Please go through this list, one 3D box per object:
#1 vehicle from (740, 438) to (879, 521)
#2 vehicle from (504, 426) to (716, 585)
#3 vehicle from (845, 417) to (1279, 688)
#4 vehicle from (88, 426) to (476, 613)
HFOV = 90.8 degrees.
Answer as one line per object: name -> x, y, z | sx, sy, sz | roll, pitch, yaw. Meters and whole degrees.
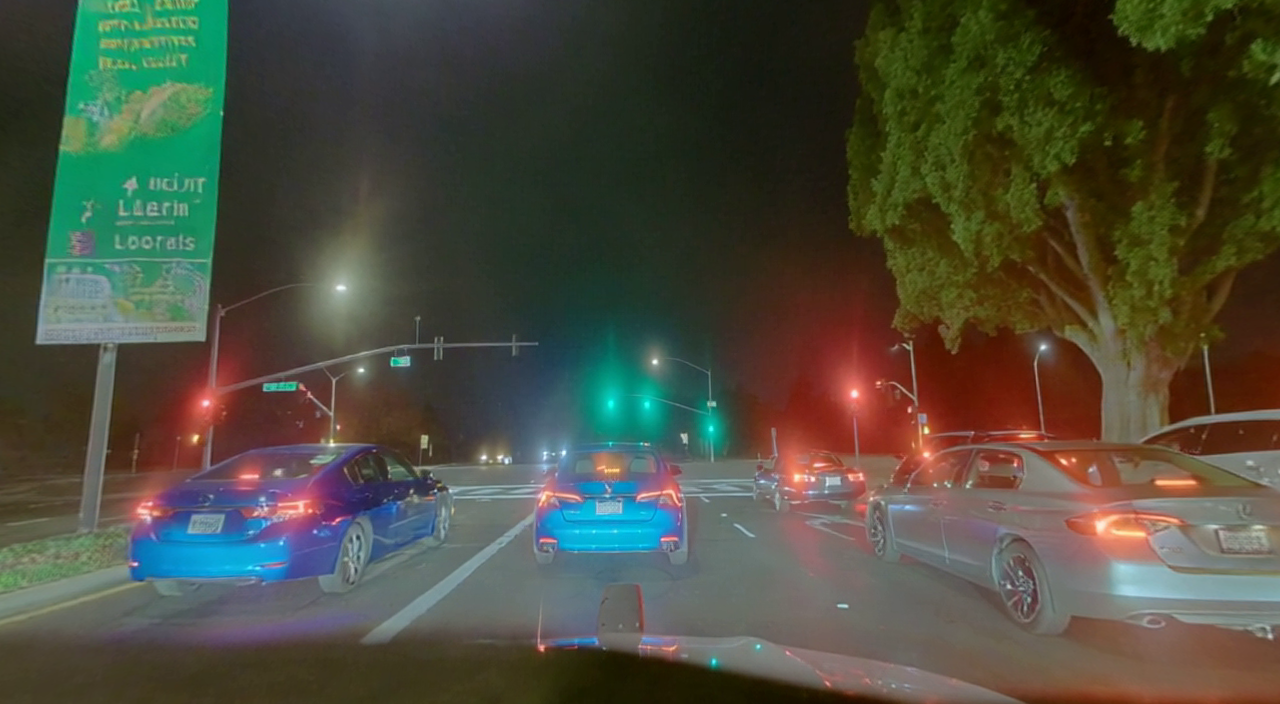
vehicle -> 3.398, 2.614, 13.490 | 1.852, 1.498, 3.825 | 0, -9, -1
vehicle -> -0.304, 1.726, 7.842 | 1.994, 1.479, 3.647 | 0, -9, -1
vehicle -> 3.606, 1.437, 5.766 | 1.953, 1.471, 4.470 | 0, -9, 0
vehicle -> -3.372, 1.640, 7.120 | 1.929, 1.457, 4.136 | 0, -9, 0
